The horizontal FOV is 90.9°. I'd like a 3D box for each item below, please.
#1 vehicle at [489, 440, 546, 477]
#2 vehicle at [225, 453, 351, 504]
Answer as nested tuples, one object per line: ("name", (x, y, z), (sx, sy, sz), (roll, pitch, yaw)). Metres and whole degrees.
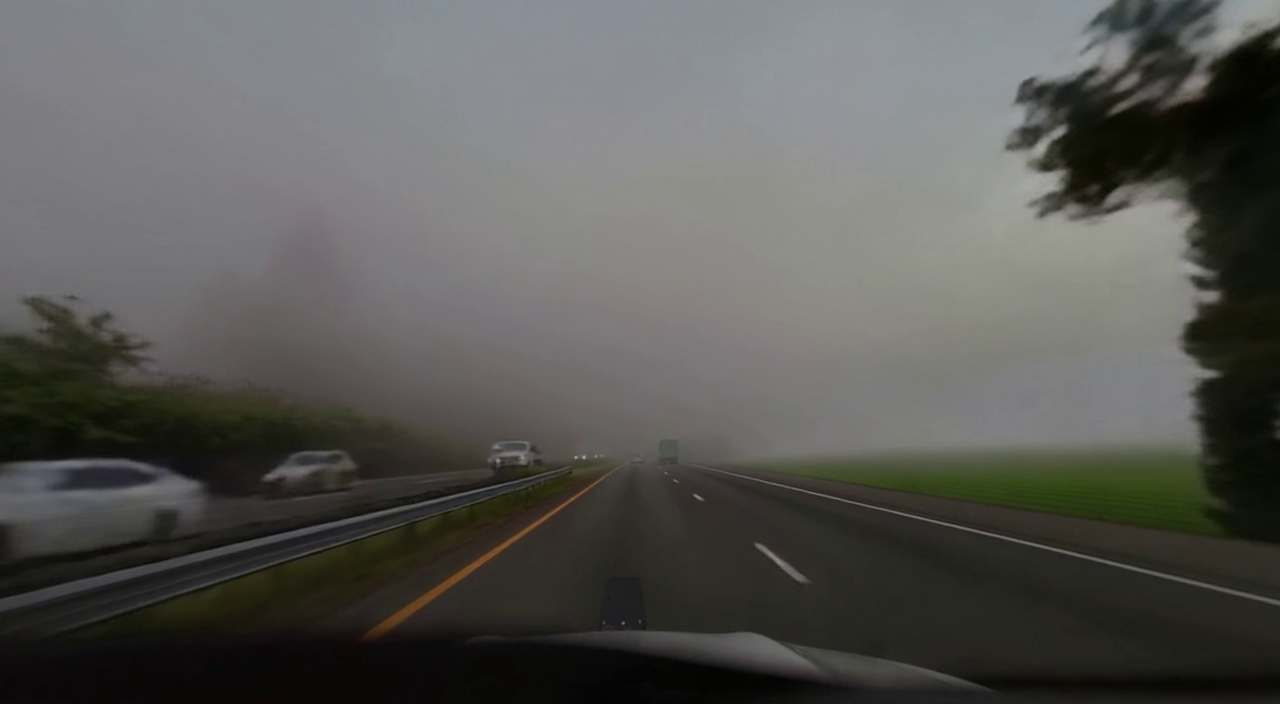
("vehicle", (-8.424, 7.410, 44.145), (2.544, 2.305, 7.154), (0, -9, 0))
("vehicle", (-12.850, 4.592, 23.408), (1.954, 1.672, 4.653), (0, -9, 0))
